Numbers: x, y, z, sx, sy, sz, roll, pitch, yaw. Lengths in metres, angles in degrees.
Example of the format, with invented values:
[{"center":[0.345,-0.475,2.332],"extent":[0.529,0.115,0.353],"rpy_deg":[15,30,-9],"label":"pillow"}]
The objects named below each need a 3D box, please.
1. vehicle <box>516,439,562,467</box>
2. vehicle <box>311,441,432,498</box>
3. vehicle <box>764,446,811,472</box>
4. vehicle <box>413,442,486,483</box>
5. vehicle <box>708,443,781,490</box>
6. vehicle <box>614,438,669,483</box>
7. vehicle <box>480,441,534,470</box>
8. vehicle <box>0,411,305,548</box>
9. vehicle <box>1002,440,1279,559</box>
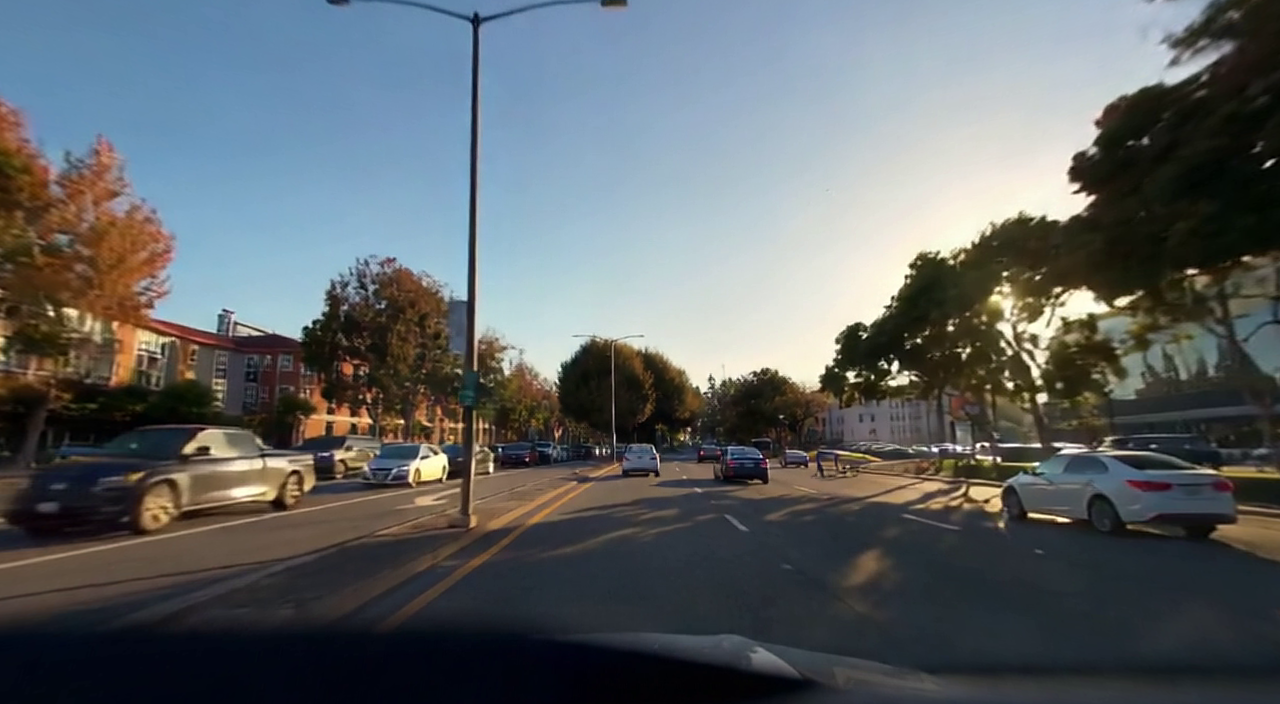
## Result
[{"center":[-7.684,7.767,48.693],"extent":[2.460,1.970,5.271],"rpy_deg":[-1,-9,3],"label":"vehicle"},{"center":[-8.428,3.691,20.318],"extent":[2.076,1.595,4.110],"rpy_deg":[-1,-8,1],"label":"vehicle"},{"center":[8.966,6.544,38.851],"extent":[1.860,1.475,4.488],"rpy_deg":[0,-9,1],"label":"vehicle"},{"center":[-8.623,4.998,29.066],"extent":[1.953,1.647,4.401],"rpy_deg":[-2,-8,1],"label":"vehicle"},{"center":[3.561,3.965,22.260],"extent":[1.852,1.498,3.825],"rpy_deg":[0,-8,-1],"label":"vehicle"},{"center":[0.103,4.436,26.053],"extent":[2.101,1.694,3.979],"rpy_deg":[0,-8,1],"label":"vehicle"},{"center":[-8.318,6.530,39.956],"extent":[2.183,1.706,4.862],"rpy_deg":[-1,-9,2],"label":"vehicle"},{"center":[-8.511,2.173,11.245],"extent":[2.362,1.825,4.988],"rpy_deg":[-2,-9,0],"label":"vehicle"},{"center":[8.163,2.180,10.191],"extent":[1.909,1.456,4.569],"rpy_deg":[0,-8,0],"label":"vehicle"}]
